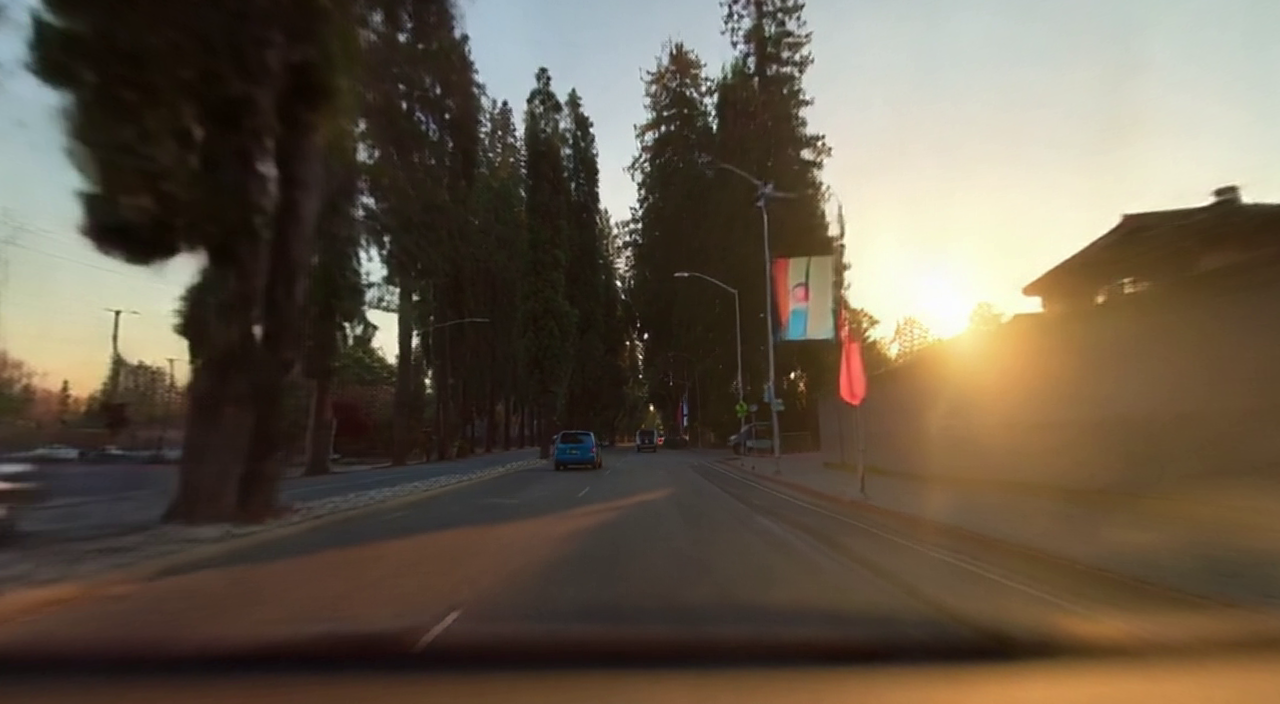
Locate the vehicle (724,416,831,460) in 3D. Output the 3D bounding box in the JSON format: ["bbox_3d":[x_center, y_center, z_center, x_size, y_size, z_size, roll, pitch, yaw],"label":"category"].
[{"bbox_3d":[9.787,6.177,45.469,7.177,2.935,3.132,0,-7,6],"label":"vehicle"}]

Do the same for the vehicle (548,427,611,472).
[{"bbox_3d":[-2.674,4.476,28.942,2.281,1.837,4.845,0,-8,1],"label":"vehicle"}]
